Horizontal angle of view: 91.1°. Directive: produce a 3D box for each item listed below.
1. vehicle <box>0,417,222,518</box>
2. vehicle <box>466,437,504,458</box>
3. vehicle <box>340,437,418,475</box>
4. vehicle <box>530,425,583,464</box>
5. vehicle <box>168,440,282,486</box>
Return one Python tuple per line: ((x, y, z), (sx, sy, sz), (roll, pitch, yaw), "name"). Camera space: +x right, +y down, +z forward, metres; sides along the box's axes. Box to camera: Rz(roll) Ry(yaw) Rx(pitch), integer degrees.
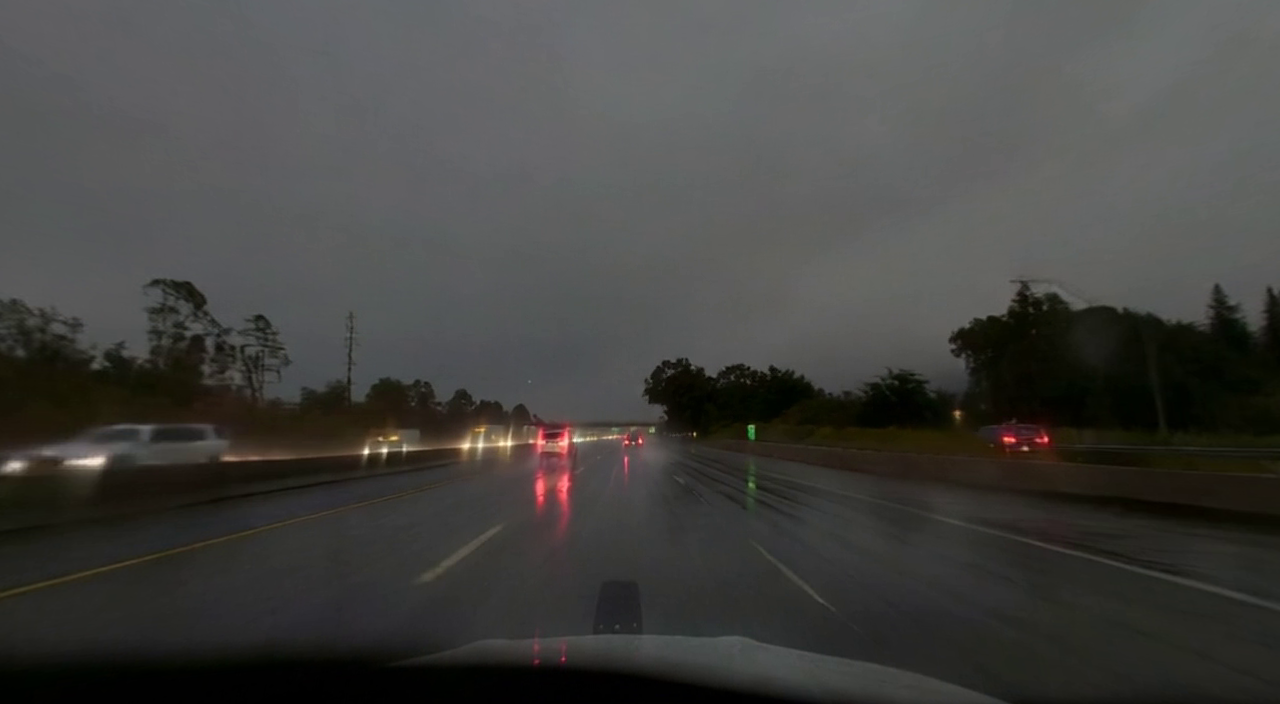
((-12.319, 2.523, 14.413), (2.176, 1.901, 4.882), (0, -8, -2), "vehicle")
((-12.031, 7.408, 48.998), (1.891, 1.522, 4.210), (0, -8, 0), "vehicle")
((-12.014, 4.771, 29.246), (1.938, 1.567, 4.376), (0, -8, -3), "vehicle")
((-4.291, 4.850, 33.078), (2.115, 1.887, 4.721), (0, -8, 0), "vehicle")
((-16.219, 4.316, 24.850), (1.863, 1.586, 3.932), (0, -8, -1), "vehicle")
